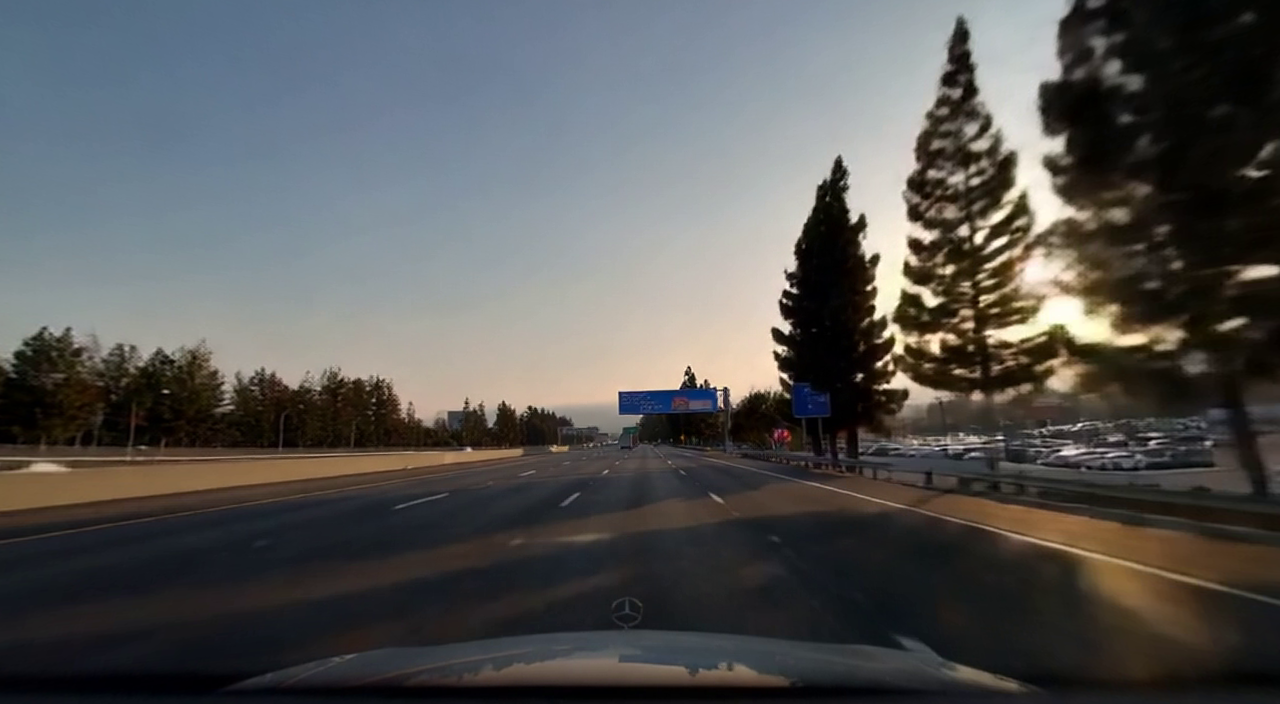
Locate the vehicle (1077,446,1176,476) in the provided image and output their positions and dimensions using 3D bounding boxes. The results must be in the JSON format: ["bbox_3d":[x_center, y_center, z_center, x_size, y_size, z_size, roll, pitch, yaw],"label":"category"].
[{"bbox_3d":[36.082,8.044,47.026,2.269,1.904,5.815,-2,-8,-6],"label":"vehicle"}]

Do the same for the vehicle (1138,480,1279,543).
[{"bbox_3d":[16.193,4.275,17.120,3.909,1.410,1.657,-1,-8,-1],"label":"vehicle"}]
